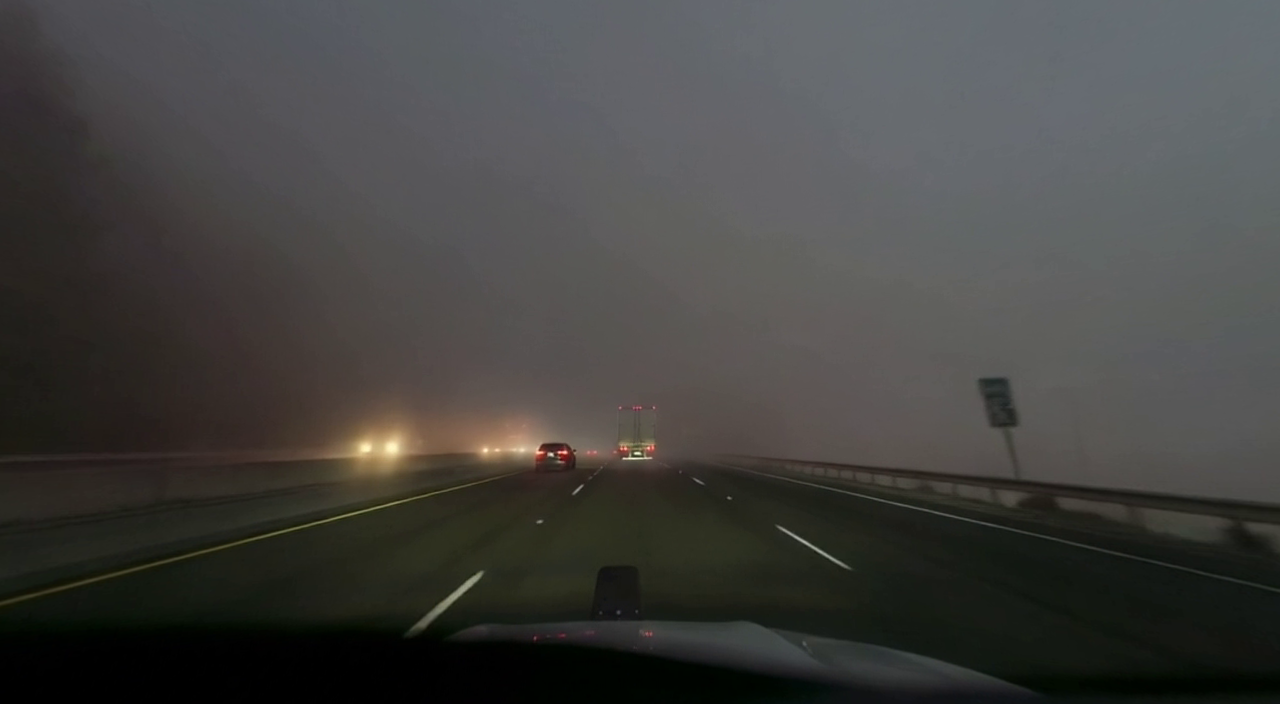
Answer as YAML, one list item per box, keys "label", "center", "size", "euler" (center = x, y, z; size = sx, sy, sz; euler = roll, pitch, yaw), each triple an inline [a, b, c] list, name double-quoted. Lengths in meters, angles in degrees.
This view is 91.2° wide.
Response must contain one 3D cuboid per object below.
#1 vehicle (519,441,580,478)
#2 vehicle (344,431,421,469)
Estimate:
- label: "vehicle"
  center: [-3.951, 4.801, 28.205]
  size: [2.057, 1.519, 4.372]
  euler: [0, -9, 0]
- label: "vehicle"
  center: [-13.416, 5.151, 33.001]
  size: [2.054, 1.840, 4.734]
  euler: [0, -9, 0]
